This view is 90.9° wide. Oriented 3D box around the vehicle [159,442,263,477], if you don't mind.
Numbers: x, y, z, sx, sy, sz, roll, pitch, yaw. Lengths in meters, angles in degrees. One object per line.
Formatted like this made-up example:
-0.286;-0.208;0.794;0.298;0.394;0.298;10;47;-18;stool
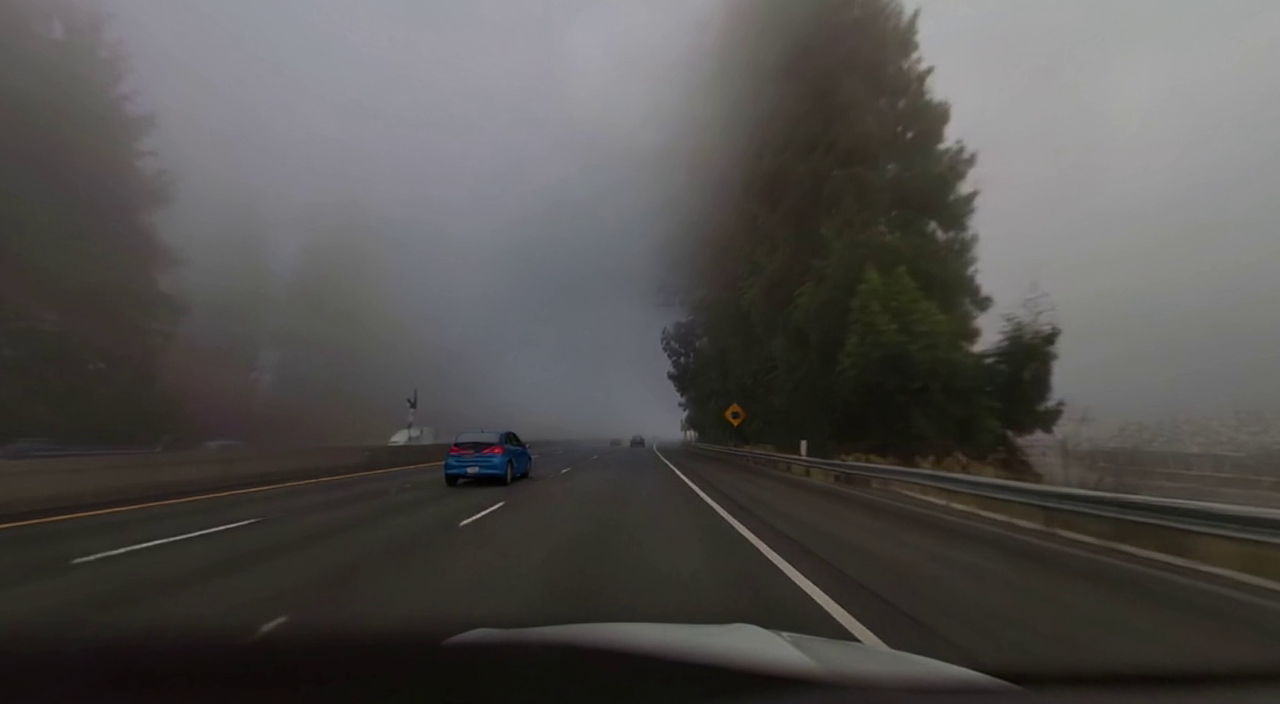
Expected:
-19.936;4.982;29.537;1.776;1.446;4.340;0;-8;1;vehicle

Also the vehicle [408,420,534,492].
-4.238;2.660;16.630;2.052;1.626;4.514;0;-8;0;vehicle

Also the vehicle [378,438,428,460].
-16.361;6.674;43.695;1.835;1.408;4.129;0;-8;1;vehicle
